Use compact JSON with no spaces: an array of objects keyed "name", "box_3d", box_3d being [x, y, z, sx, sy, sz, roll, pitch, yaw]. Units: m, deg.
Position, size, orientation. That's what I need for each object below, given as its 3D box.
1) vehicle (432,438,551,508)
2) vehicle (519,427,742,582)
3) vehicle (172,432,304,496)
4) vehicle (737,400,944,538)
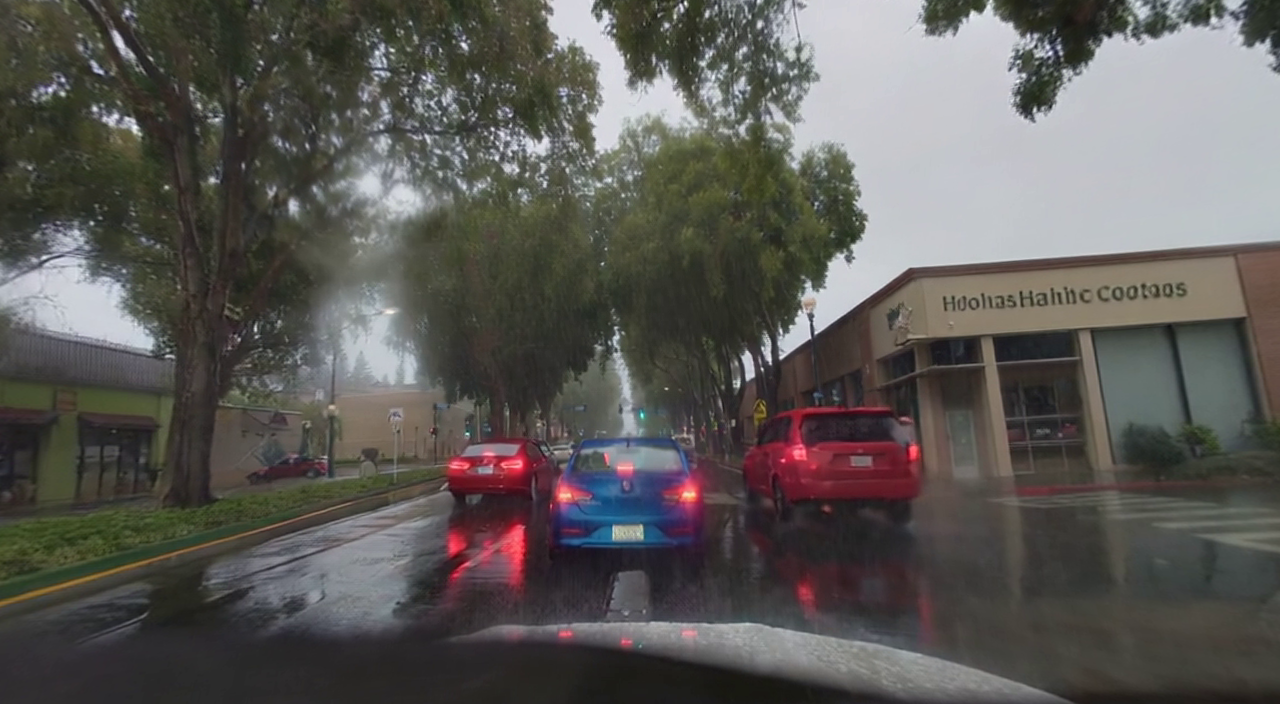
[{"name":"vehicle","box_3d":[-3.475,2.892,15.535,1.905,1.473,4.016,0,-9,1]},{"name":"vehicle","box_3d":[-0.116,1.783,8.202,2.160,1.482,4.037,0,-9,-1]},{"name":"vehicle","box_3d":[-19.176,5.346,30.565,2.286,2.777,5.926,0,-9,1]},{"name":"vehicle","box_3d":[3.284,2.044,11.544,2.152,1.987,4.527,0,-9,-2]}]
